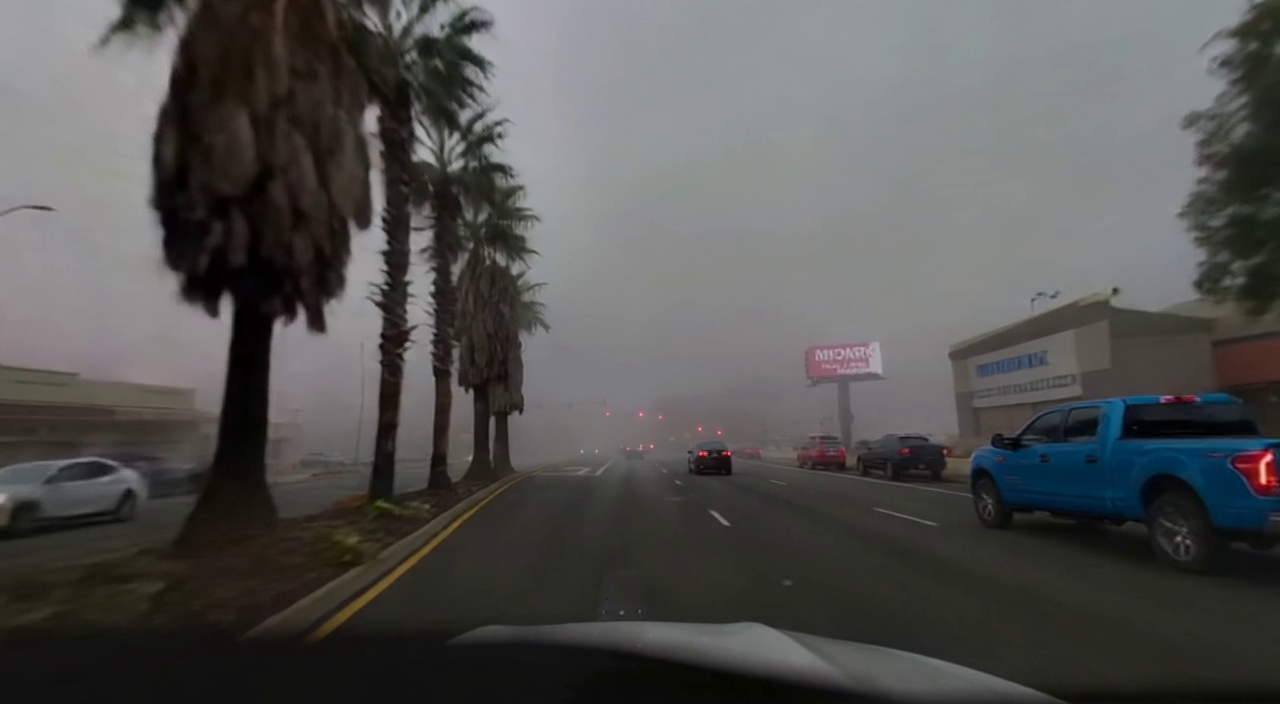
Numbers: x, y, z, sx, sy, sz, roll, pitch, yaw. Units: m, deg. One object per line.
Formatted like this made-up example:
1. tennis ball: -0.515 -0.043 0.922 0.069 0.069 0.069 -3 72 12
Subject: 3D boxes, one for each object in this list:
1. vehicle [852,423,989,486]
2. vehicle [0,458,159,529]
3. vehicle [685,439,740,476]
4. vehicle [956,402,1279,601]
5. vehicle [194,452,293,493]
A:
1. vehicle: 10.420 3.890 24.208 2.417 2.061 5.980 0 -9 -1
2. vehicle: -15.324 3.522 16.144 2.174 1.509 4.958 -1 -9 0
3. vehicle: 3.231 4.828 29.076 1.889 1.541 4.303 0 -9 -2
4. vehicle: 6.294 1.598 7.632 2.140 1.606 5.437 0 -9 0
5. vehicle: -19.004 5.772 30.580 1.913 1.679 4.543 -3 -9 0
